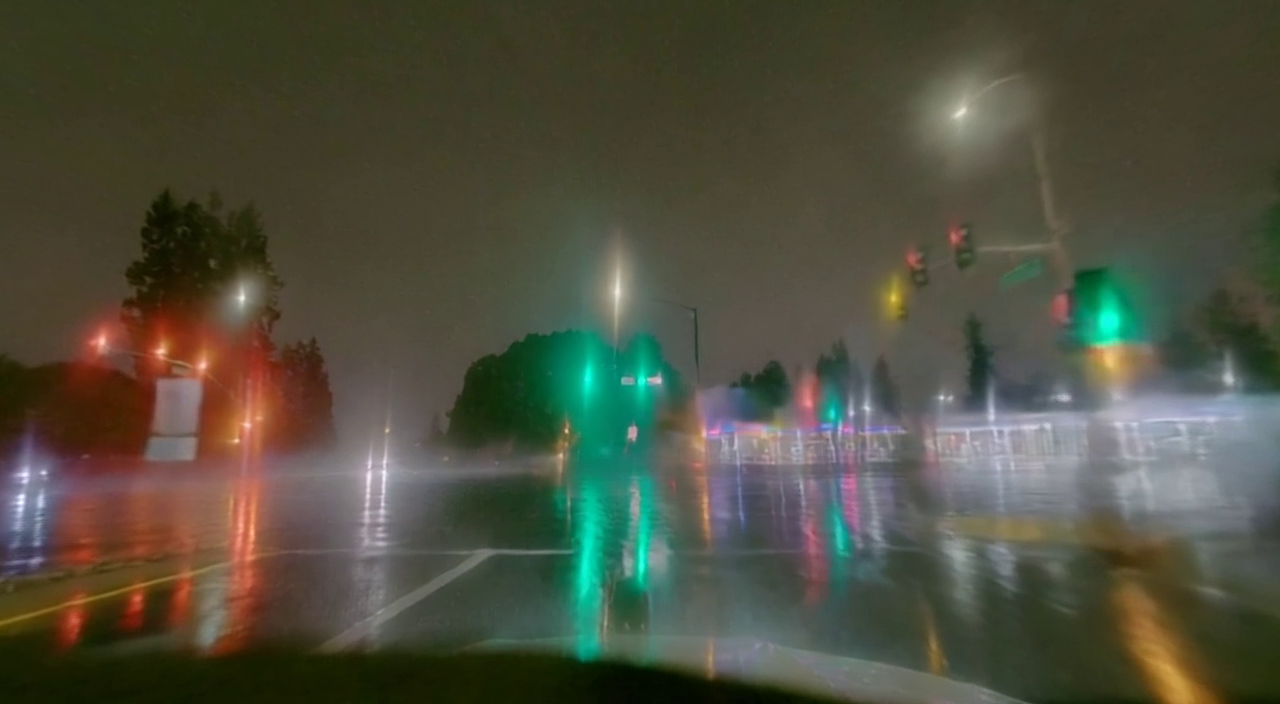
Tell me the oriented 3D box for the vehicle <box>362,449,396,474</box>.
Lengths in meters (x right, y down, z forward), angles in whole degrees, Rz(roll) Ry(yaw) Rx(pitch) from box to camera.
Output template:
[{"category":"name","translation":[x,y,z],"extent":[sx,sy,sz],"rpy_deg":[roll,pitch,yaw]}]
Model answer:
[{"category":"vehicle","translation":[-18.625,7.742,44.862],"extent":[2.048,1.670,4.450],"rpy_deg":[4,-10,-24]}]
